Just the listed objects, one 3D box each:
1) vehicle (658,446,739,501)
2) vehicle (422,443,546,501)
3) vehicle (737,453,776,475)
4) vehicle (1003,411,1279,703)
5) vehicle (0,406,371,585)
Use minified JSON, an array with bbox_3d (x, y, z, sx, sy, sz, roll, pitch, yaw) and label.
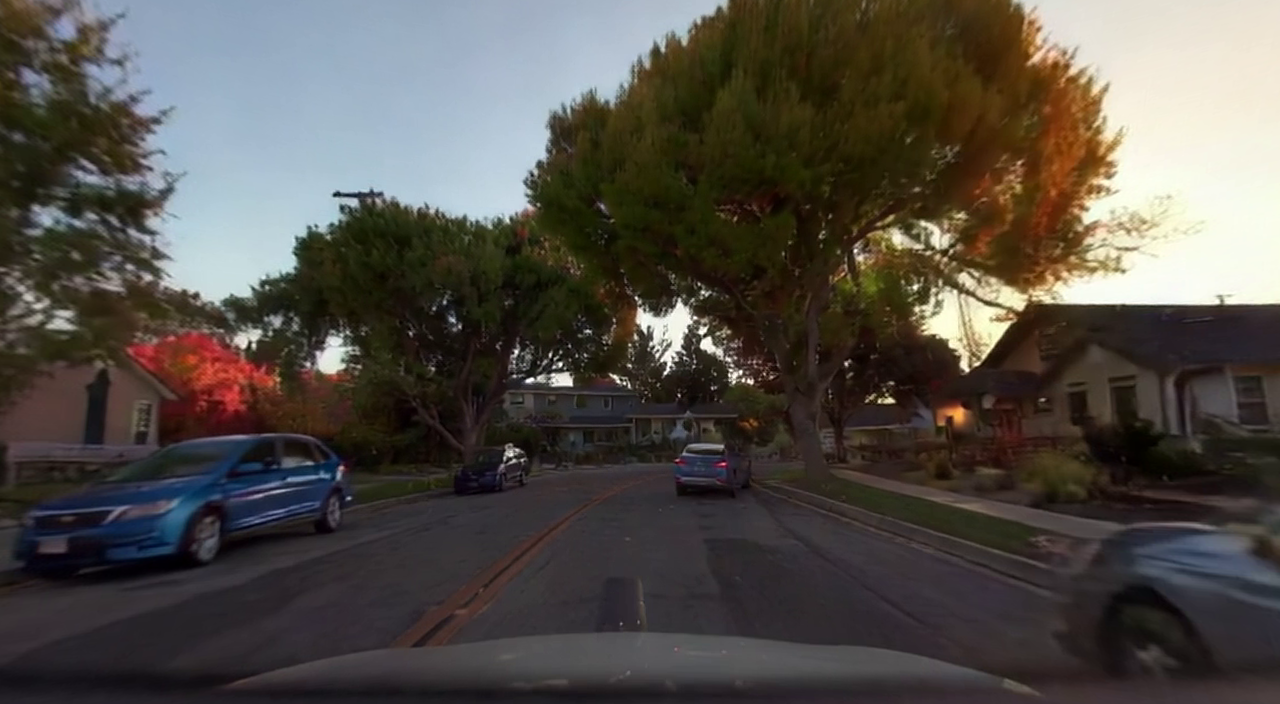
[{"bbox_3d":[1.811,3.607,19.278,2.192,1.474,4.192,-1,-9,6],"label":"vehicle"},{"bbox_3d":[-5.157,4.048,21.831,2.641,1.747,4.738,-2,-8,7],"label":"vehicle"},{"bbox_3d":[8.196,7.914,44.812,2.089,1.462,4.529,0,-9,2],"label":"vehicle"},{"bbox_3d":[3.506,0.858,1.466,2.429,1.502,4.474,1,-9,-4],"label":"vehicle"},{"bbox_3d":[-6.142,1.969,9.398,2.235,1.851,4.662,-3,-9,0],"label":"vehicle"}]
